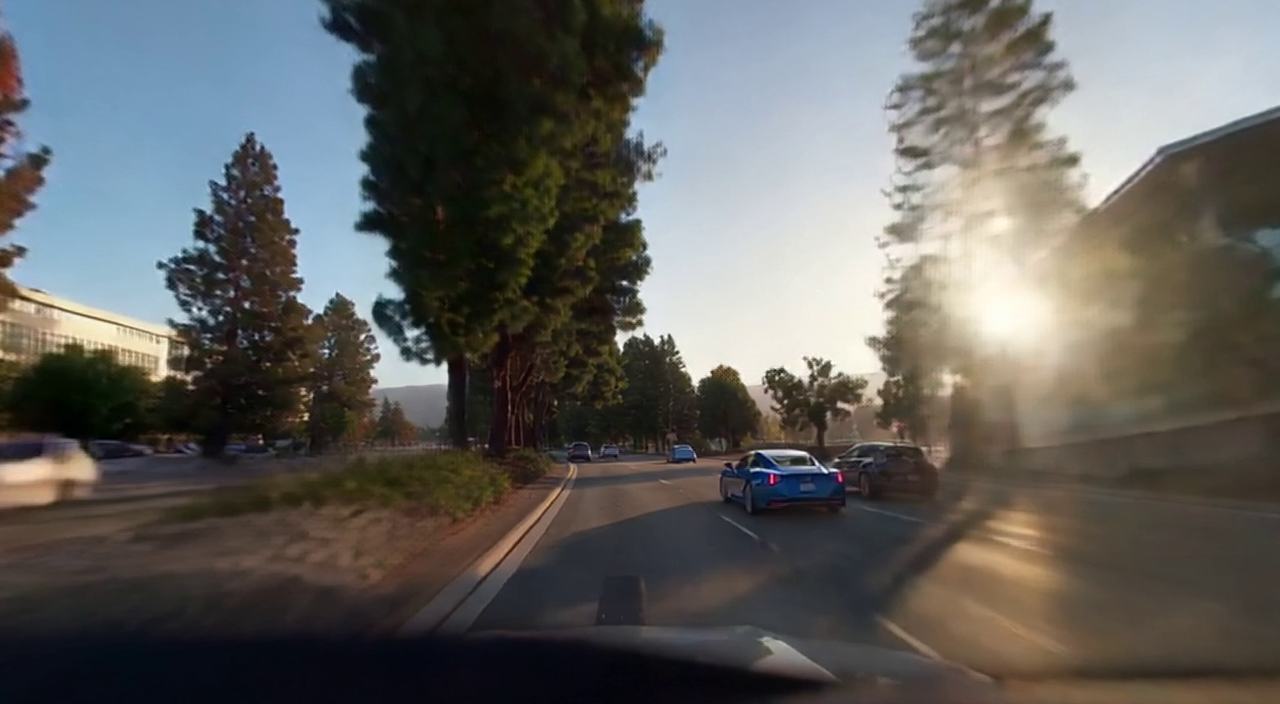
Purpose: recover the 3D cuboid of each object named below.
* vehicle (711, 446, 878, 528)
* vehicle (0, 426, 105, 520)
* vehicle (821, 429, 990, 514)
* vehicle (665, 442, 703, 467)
[{"bbox_3d":[2.861,2.598,12.854,1.990,1.347,4.388,1,-9,-4],"label":"vehicle"},{"bbox_3d":[-11.085,1.866,9.663,1.921,1.472,4.550,0,-9,-2],"label":"vehicle"},{"bbox_3d":[6.120,2.795,15.276,1.987,1.730,4.373,0,-9,-3],"label":"vehicle"},{"bbox_3d":[3.077,7.285,45.060,1.931,1.685,4.054,1,-9,-8],"label":"vehicle"}]
